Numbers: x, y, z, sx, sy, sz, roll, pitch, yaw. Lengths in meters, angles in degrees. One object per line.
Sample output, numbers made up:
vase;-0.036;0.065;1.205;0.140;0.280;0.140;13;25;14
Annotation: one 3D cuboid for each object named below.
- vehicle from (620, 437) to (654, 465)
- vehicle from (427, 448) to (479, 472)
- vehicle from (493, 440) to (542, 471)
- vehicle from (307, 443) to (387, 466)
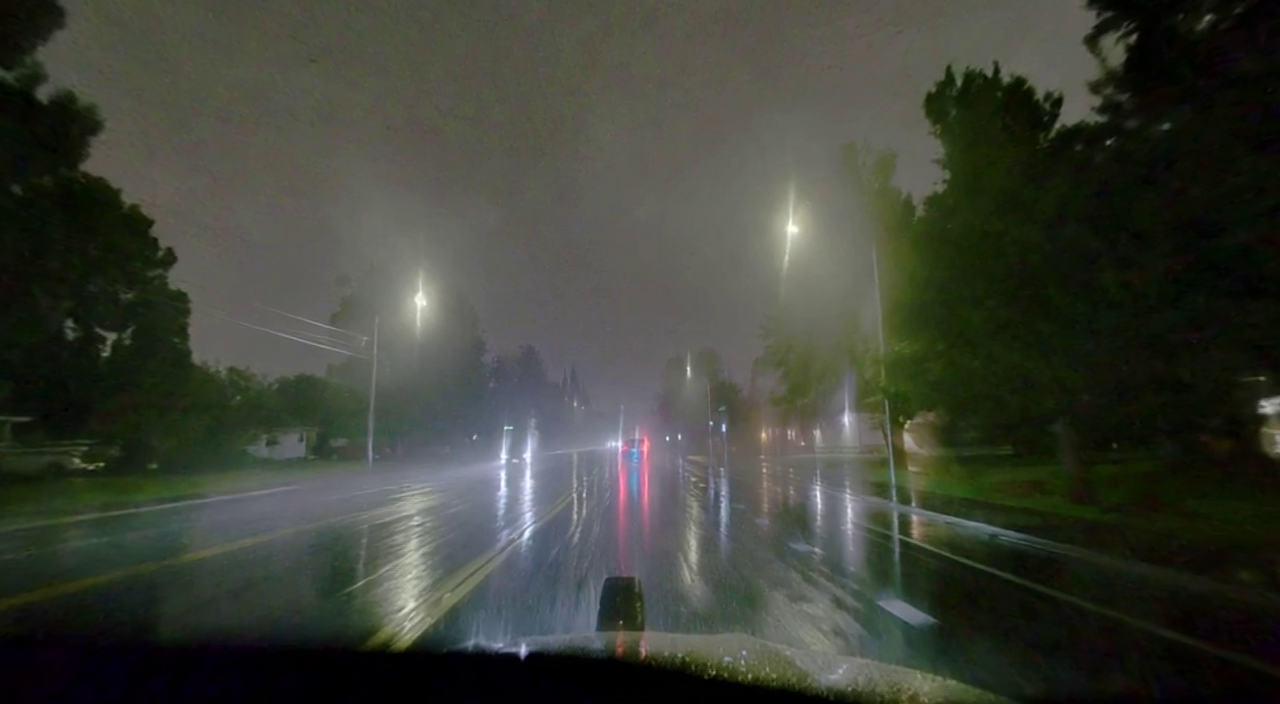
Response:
vehicle;-0.236;6.849;43.788;2.230;1.827;4.298;0;-8;0
vehicle;-12.329;7.139;41.969;2.090;1.478;4.376;0;-8;1
vehicle;-7.199;6.121;37.648;2.065;1.719;4.265;0;-8;0
vehicle;-21.135;7.421;45.673;4.773;1.625;1.933;0;-8;-1
